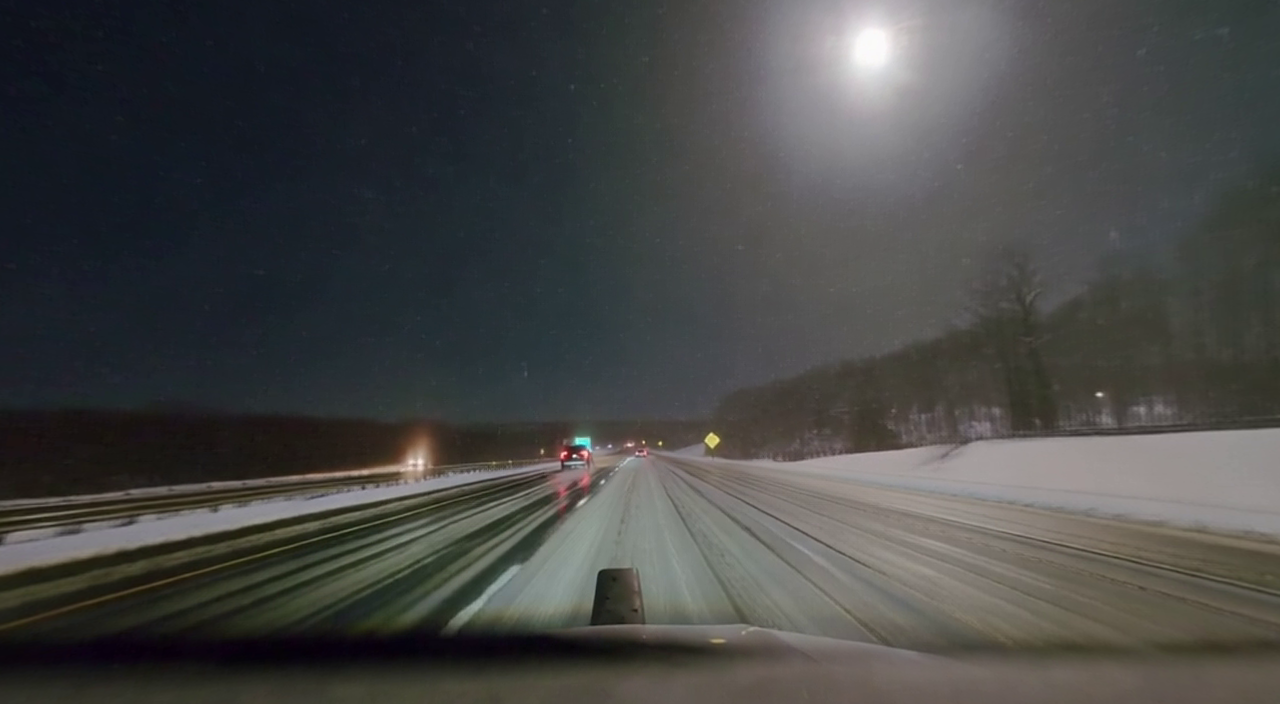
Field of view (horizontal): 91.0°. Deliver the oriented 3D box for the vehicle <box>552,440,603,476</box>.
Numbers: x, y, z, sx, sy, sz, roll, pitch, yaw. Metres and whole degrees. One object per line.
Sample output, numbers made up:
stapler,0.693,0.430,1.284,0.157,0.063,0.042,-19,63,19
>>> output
vehicle,-3.112,5.385,32.304,2.070,1.707,4.309,0,-9,1
